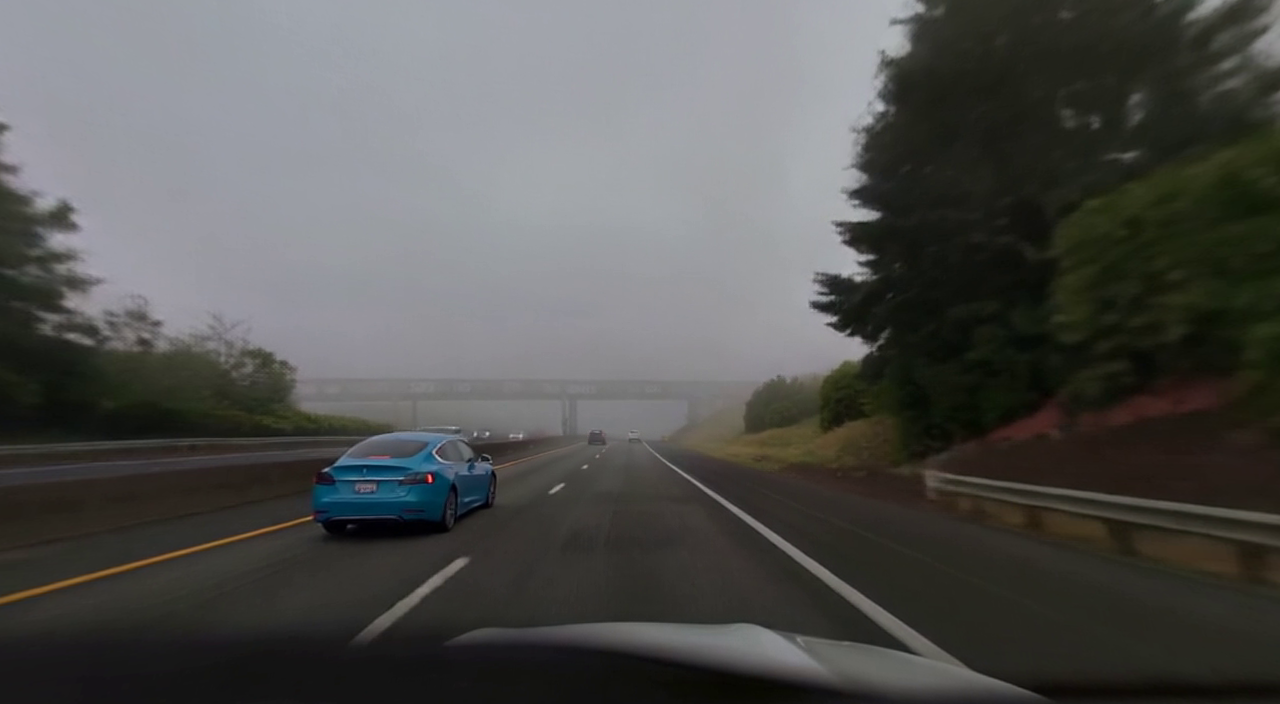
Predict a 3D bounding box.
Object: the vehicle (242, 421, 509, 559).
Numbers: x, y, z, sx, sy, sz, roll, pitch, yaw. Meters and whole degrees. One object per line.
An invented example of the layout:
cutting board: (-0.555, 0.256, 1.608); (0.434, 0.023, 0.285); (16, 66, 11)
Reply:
vehicle: (-3.505, 1.899, 9.552); (2.108, 1.555, 4.574); (0, -8, -1)
